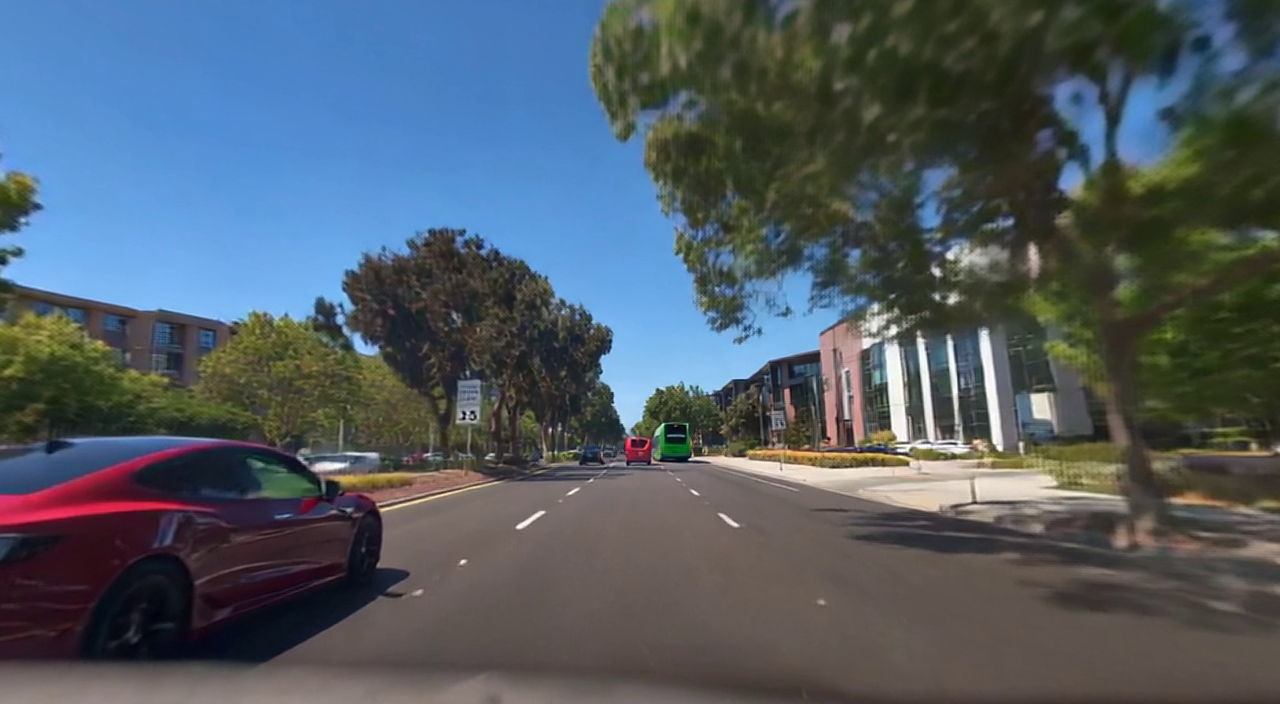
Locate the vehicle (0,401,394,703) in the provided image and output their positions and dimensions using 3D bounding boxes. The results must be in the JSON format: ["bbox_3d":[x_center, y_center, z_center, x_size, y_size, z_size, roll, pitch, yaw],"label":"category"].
[{"bbox_3d":[-3.621,1.195,4.184,2.120,1.481,4.535,0,-9,0],"label":"vehicle"}]

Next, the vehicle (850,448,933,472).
[{"bbox_3d":[16.608,7.129,41.924,4.682,1.507,1.878,0,-9,0],"label":"vehicle"}]

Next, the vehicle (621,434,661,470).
[{"bbox_3d":[0.061,6.239,39.575,2.336,2.122,5.207,0,-9,0],"label":"vehicle"}]
